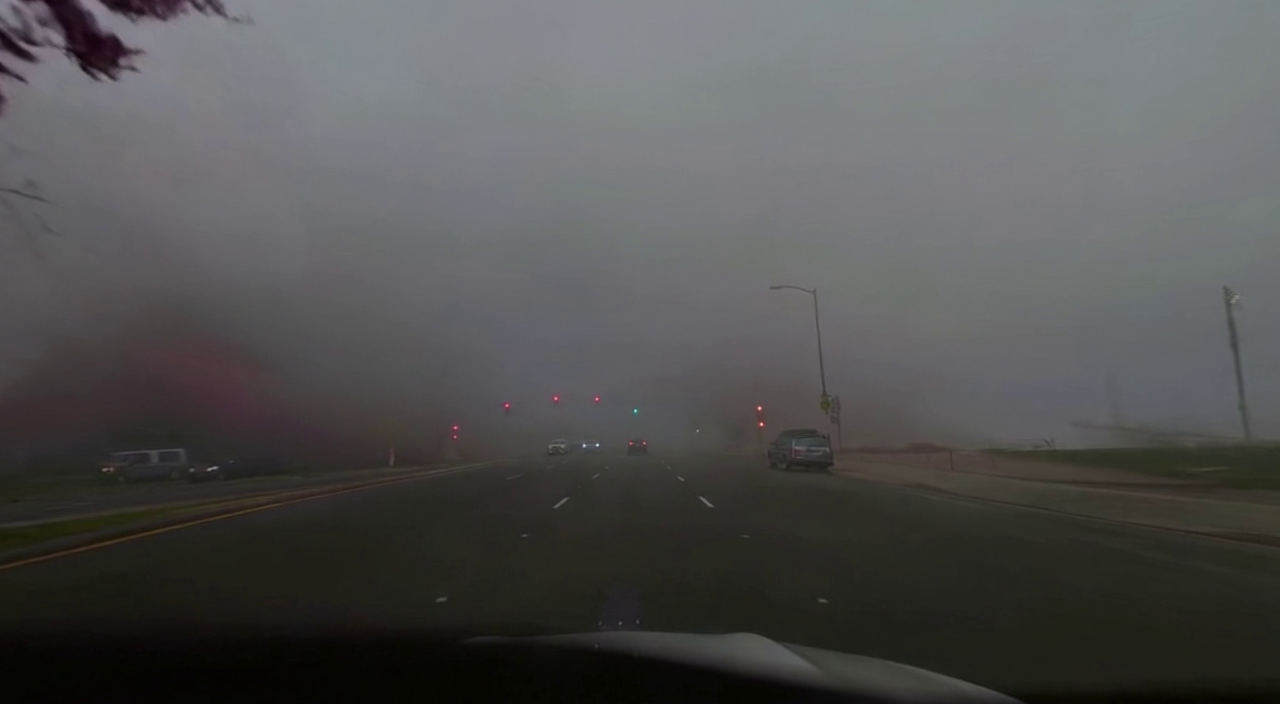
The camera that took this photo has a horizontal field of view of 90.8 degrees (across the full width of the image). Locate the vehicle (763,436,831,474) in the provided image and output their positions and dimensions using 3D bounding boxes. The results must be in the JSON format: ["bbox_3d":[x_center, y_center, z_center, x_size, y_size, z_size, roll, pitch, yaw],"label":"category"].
[{"bbox_3d":[7.125,4.713,29.137,1.933,1.580,4.162,0,-8,-1],"label":"vehicle"}]

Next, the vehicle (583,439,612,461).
[{"bbox_3d":[-3.197,7.510,48.525,1.993,1.637,4.068,0,-8,0],"label":"vehicle"}]
